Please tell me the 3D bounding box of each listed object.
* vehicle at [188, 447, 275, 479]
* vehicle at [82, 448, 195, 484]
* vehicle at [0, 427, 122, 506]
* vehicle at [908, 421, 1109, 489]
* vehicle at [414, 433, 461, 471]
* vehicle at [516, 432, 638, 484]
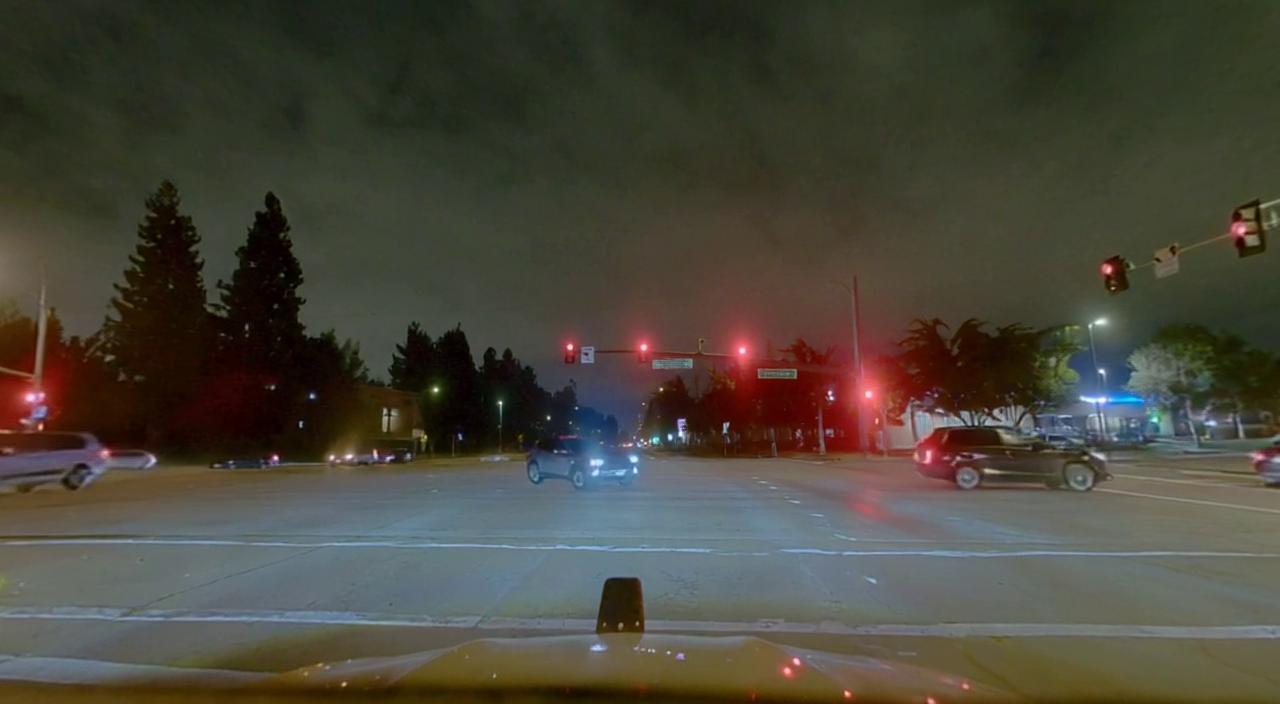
[{"bbox_3d":[-23.013,6.217,35.818,1.938,1.676,4.483,0,-9,0],"label":"vehicle"},{"bbox_3d":[-27.726,6.284,35.171,2.007,1.783,4.694,-1,-9,8],"label":"vehicle"},{"bbox_3d":[-16.386,2.945,16.365,1.977,1.878,4.575,0,-9,0],"label":"vehicle"},{"bbox_3d":[10.930,3.112,19.180,4.767,1.877,2.017,-2,-9,12],"label":"vehicle"},{"bbox_3d":[-11.312,5.573,35.442,2.223,1.972,5.310,2,-9,-17],"label":"vehicle"},{"bbox_3d":[-2.313,3.780,22.812,4.180,1.678,1.982,-7,-11,37],"label":"vehicle"}]
